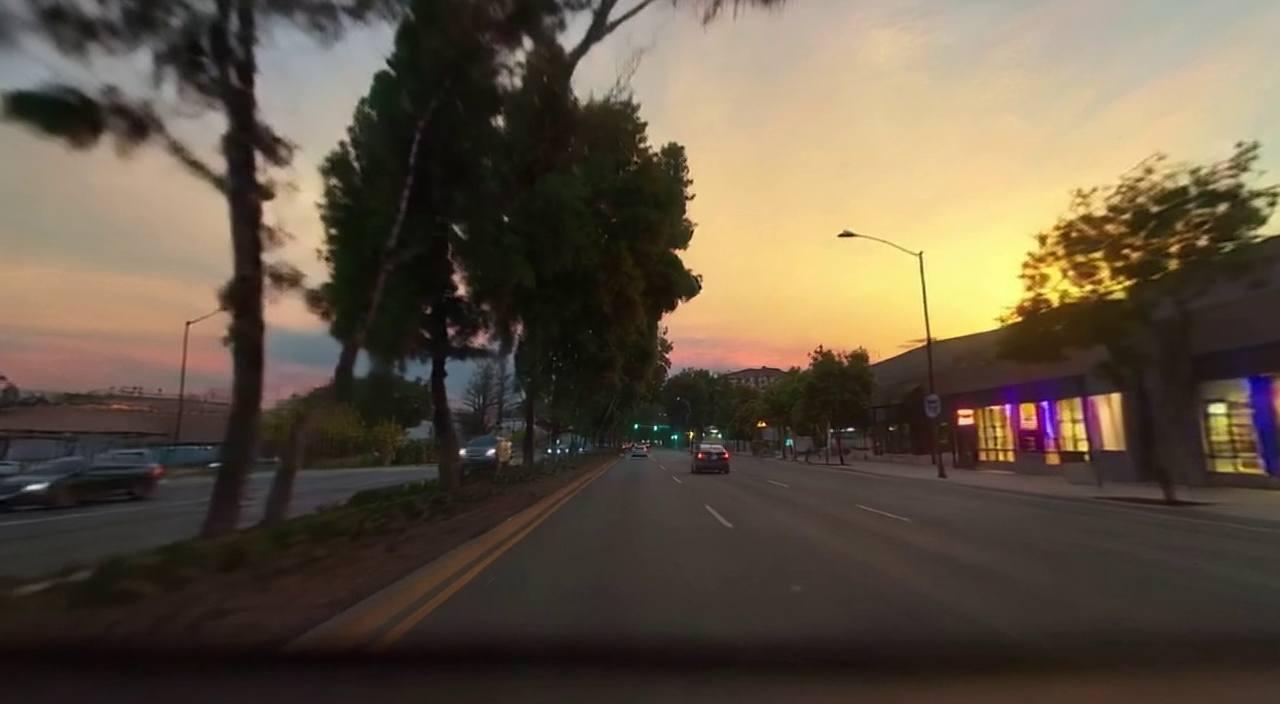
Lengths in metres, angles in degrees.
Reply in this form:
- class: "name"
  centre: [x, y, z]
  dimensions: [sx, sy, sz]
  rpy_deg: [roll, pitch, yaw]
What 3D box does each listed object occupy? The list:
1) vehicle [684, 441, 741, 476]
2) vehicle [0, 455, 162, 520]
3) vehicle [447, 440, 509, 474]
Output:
- class: "vehicle"
  centre: [3.255, 4.885, 29.151]
  dimensions: [1.983, 1.482, 4.463]
  rpy_deg: [0, -9, -1]
- class: "vehicle"
  centre: [-15.676, 3.524, 17.005]
  dimensions: [2.000, 1.452, 4.469]
  rpy_deg: [0, -9, 2]
- class: "vehicle"
  centre: [-8.744, 5.701, 34.592]
  dimensions: [2.157, 1.720, 4.563]
  rpy_deg: [0, -9, 1]
